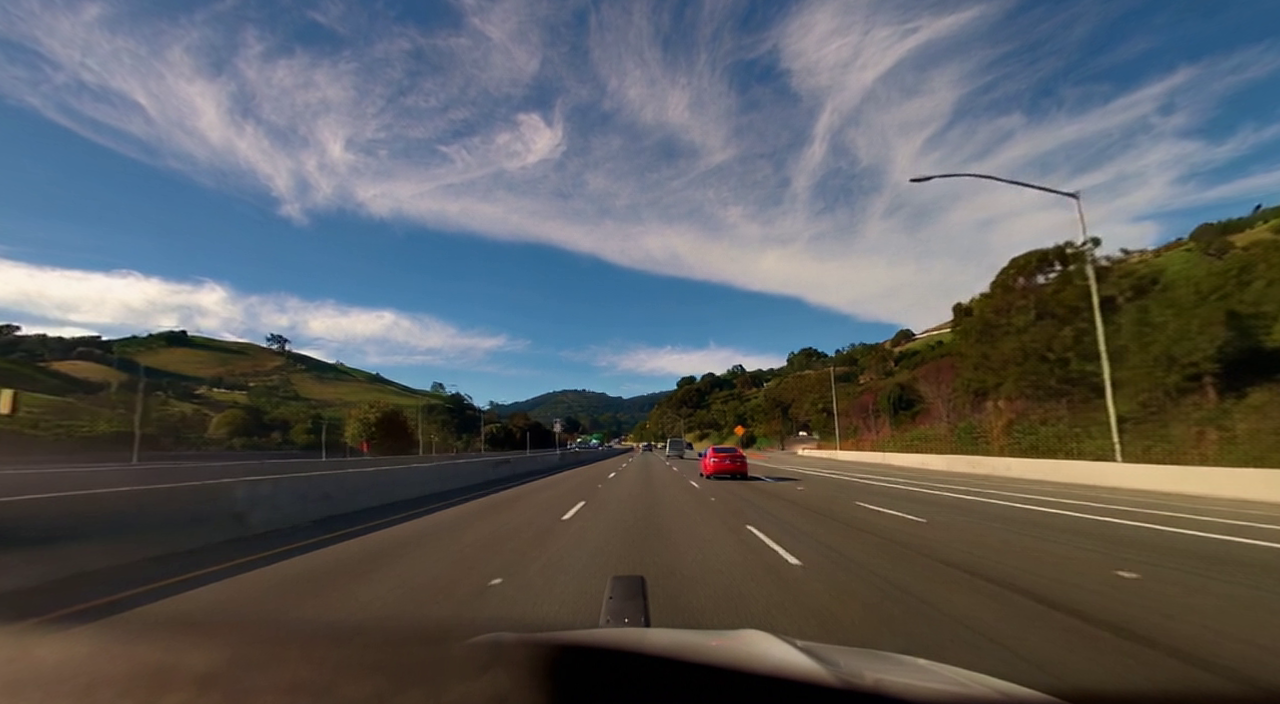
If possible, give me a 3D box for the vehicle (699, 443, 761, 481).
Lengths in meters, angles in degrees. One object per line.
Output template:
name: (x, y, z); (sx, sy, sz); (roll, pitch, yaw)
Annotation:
vehicle: (3.733, 4.624, 26.975); (1.916, 1.469, 4.481); (0, -8, -1)
